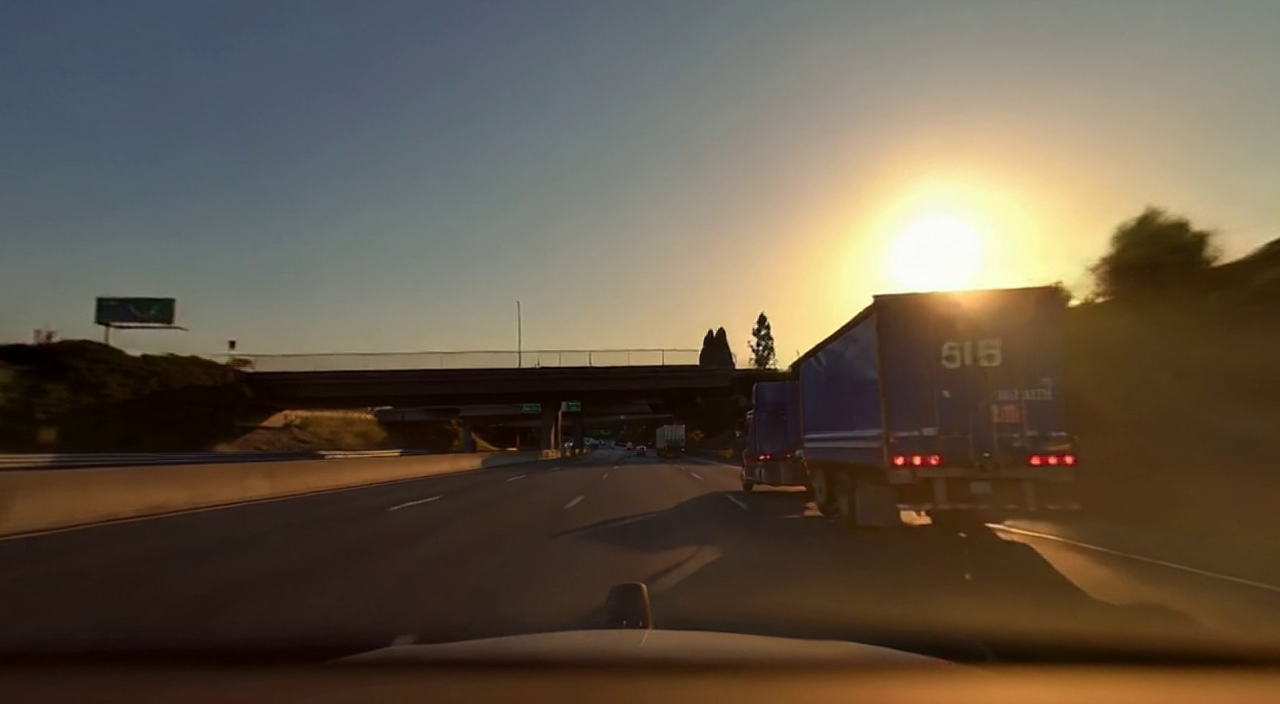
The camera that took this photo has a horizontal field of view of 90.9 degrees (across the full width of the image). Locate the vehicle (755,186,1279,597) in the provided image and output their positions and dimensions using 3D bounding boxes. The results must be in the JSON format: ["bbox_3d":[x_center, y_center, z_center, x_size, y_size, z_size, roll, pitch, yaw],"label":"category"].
[{"bbox_3d":[4.456,1.053,10.758,3.107,3.718,10.231,0,-9,0],"label":"vehicle"}]
